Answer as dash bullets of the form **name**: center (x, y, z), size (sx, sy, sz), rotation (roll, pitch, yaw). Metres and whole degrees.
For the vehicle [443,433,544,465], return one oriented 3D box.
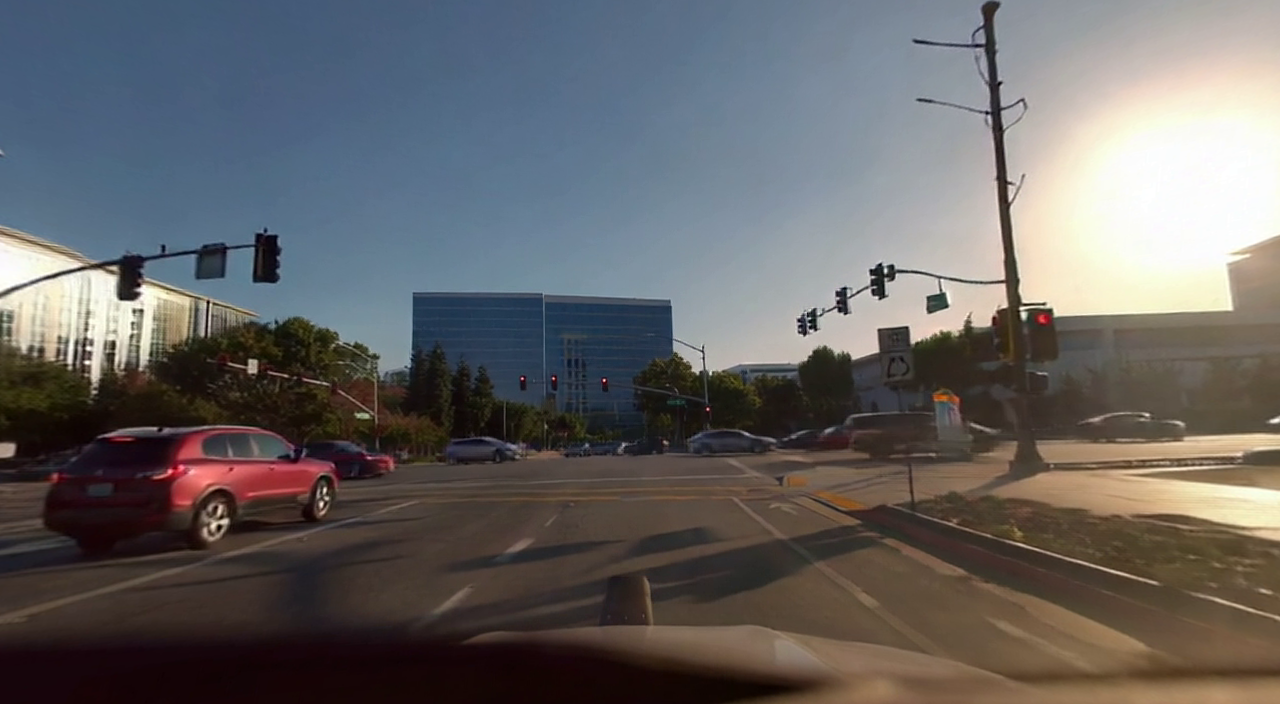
- **vehicle**: center (-7.409, 4.954, 32.090), size (4.591, 1.525, 1.836), rotation (-1, -9, 6)

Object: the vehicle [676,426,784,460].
- **vehicle**: center (3.894, 4.021, 27.702), size (4.515, 1.422, 1.802), rotation (-1, -9, 6)

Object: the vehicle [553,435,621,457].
- **vehicle**: center (-3.604, 6.491, 43.363), size (4.459, 1.477, 1.754), rotation (-1, -9, 6)

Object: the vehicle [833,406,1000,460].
- **vehicle**: center (9.890, 2.982, 22.945), size (5.084, 1.824, 2.050), rotation (-1, -9, 5)

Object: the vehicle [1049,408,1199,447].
- **vehicle**: center (19.547, 3.092, 25.630), size (4.429, 1.489, 1.773), rotation (-1, -9, 6)

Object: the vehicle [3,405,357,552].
- **vehicle**: center (-6.386, 1.815, 9.684), size (1.785, 1.678, 4.729), rotation (0, -9, 1)
